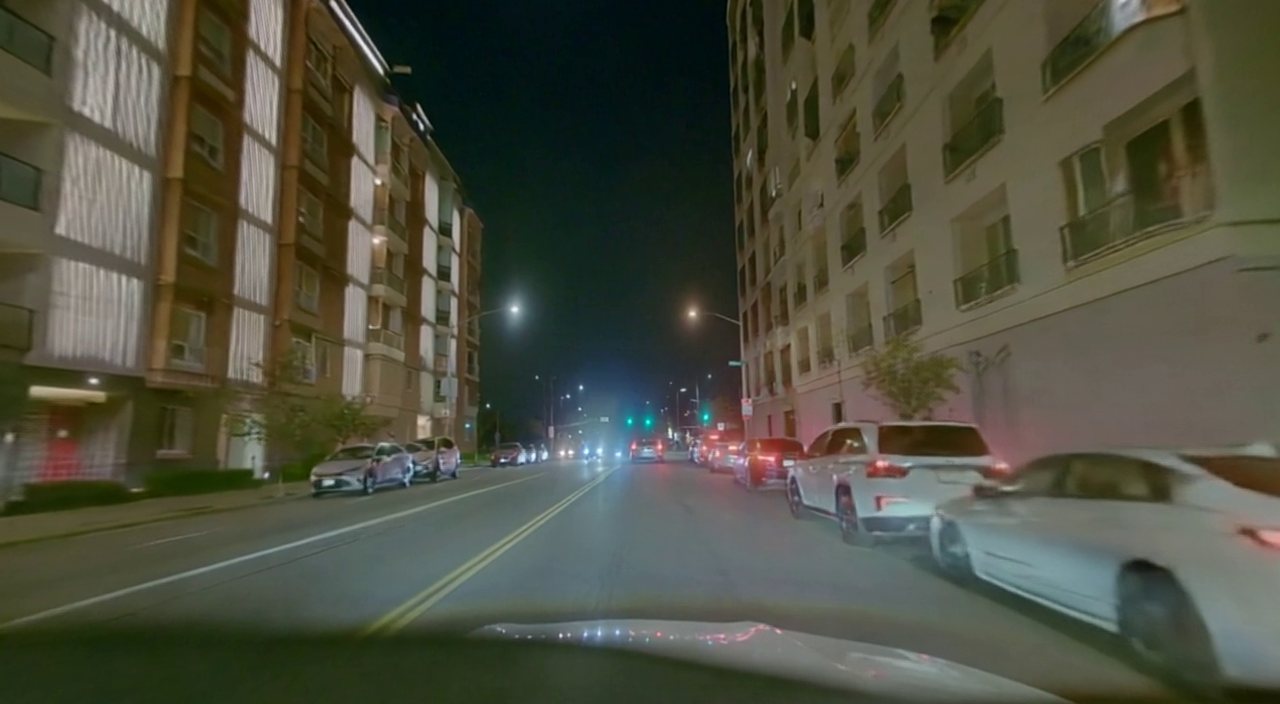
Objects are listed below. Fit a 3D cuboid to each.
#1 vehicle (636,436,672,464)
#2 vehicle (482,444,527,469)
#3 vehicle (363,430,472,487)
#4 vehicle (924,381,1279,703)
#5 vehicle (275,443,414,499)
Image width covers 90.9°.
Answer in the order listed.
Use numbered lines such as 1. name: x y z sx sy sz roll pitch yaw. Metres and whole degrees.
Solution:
1. vehicle: 0.895 6.460 41.555 2.261 1.740 4.065 0 -8 0
2. vehicle: -8.803 6.821 41.331 2.021 1.474 4.337 0 -8 -1
3. vehicle: -8.962 4.339 26.071 2.457 2.048 5.461 0 -8 0
4. vehicle: 3.778 1.164 4.523 1.946 1.607 3.082 0 -8 -1
5. vehicle: -9.206 3.722 20.171 2.089 1.549 4.597 -1 -8 2
